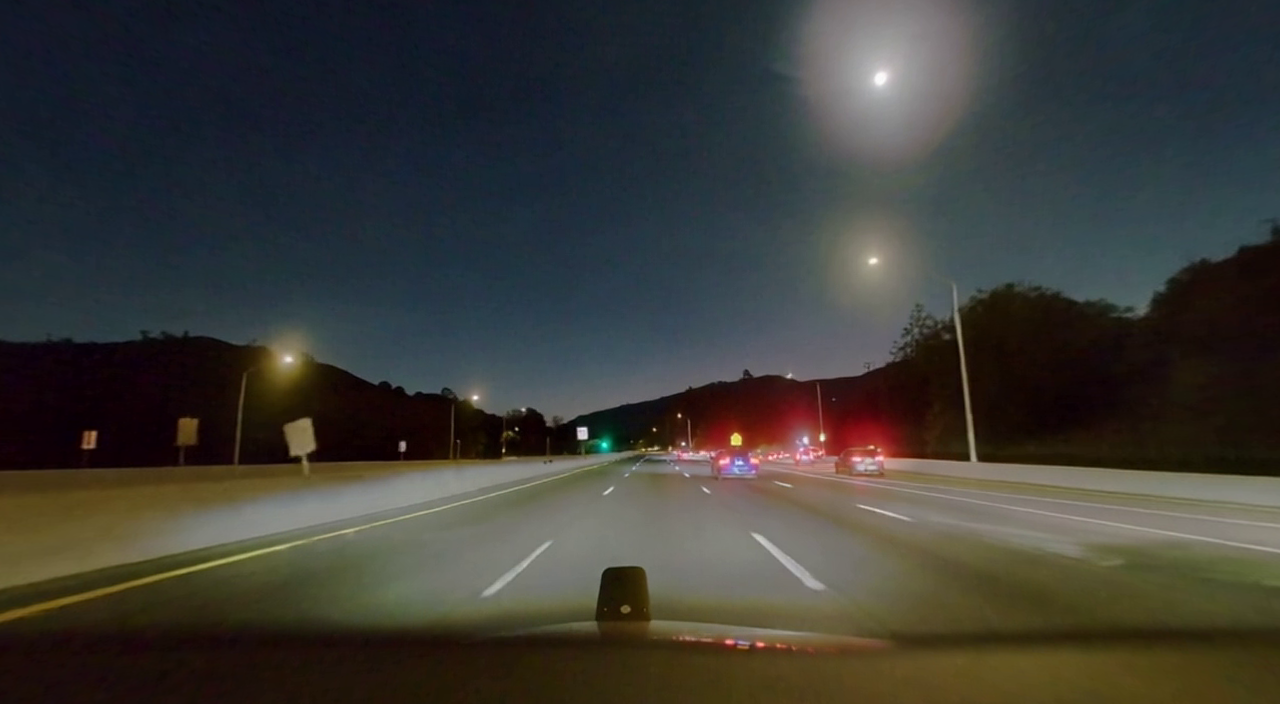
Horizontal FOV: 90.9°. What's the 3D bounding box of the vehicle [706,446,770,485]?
[{"bbox_3d":[3.978,4.657,26.313,1.916,1.469,4.481,0,-8,0],"label":"vehicle"}]
